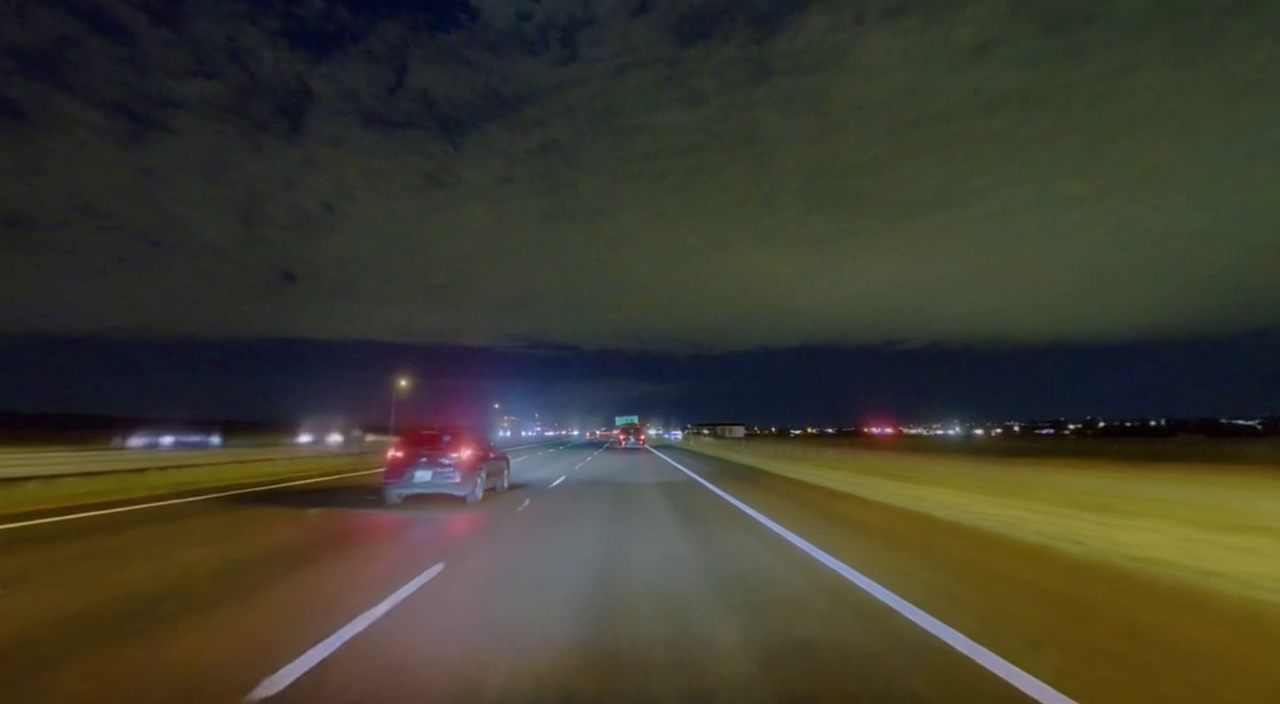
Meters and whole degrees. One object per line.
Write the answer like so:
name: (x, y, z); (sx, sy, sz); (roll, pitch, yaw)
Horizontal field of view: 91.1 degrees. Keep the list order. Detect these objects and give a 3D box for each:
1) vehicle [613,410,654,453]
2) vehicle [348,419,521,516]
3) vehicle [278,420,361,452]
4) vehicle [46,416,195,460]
vehicle: (-0.566, 5.539, 43.513); (2.418, 2.704, 6.445); (1, -8, -4)
vehicle: (-3.618, 2.087, 11.942); (1.955, 1.508, 3.996); (0, -8, 0)
vehicle: (-15.758, 4.168, 31.209); (1.909, 1.492, 4.200); (0, -8, 0)
vehicle: (-19.675, 3.299, 24.124); (1.996, 1.512, 4.393); (0, -8, -1)
